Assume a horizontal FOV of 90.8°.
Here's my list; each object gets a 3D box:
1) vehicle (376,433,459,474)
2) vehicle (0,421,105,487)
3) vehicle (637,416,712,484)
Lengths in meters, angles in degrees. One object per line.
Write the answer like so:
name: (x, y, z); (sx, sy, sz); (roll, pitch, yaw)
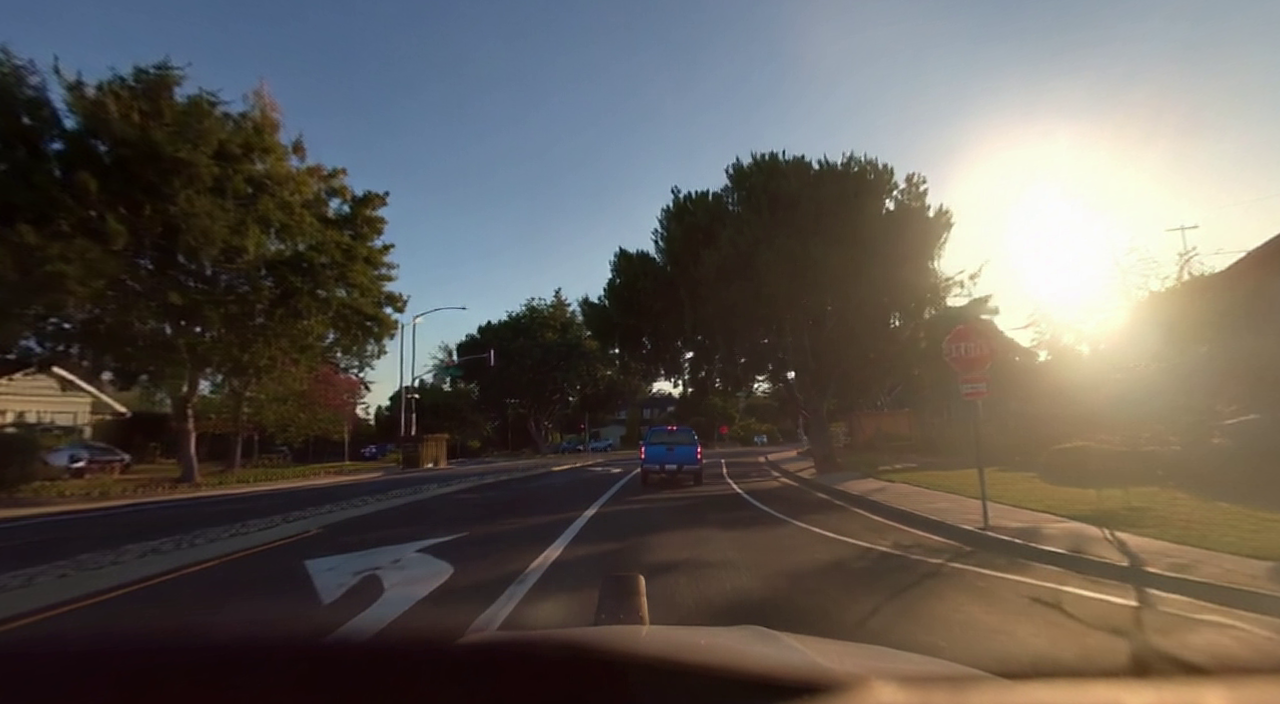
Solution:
vehicle: (-11.405, 5.199, 32.768); (2.053, 1.822, 4.852); (-2, -6, 7)
vehicle: (-21.336, 3.426, 20.778); (5.208, 1.960, 2.385); (-3, -8, -3)
vehicle: (1.182, 3.146, 20.557); (2.153, 1.942, 4.767); (-1, -8, 5)
